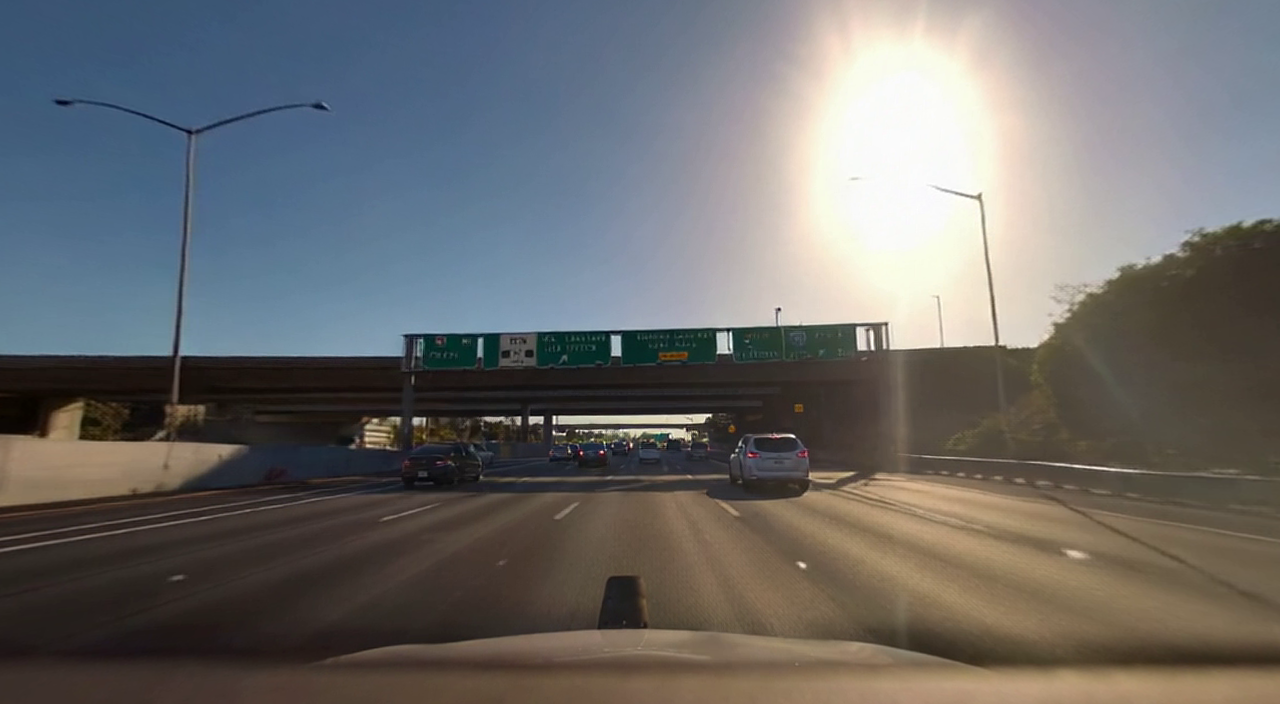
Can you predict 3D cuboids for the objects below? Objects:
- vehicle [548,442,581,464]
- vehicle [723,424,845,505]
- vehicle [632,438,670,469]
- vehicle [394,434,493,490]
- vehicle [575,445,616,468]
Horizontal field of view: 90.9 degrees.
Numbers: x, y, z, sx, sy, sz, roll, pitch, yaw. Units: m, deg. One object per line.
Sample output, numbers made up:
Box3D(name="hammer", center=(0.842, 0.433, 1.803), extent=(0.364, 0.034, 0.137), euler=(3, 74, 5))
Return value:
Box3D(name="vehicle", center=(-5.853, 7.905, 49.385), extent=(1.992, 1.604, 3.966), euler=(0, -8, 1))
Box3D(name="vehicle", center=(3.574, 2.894, 16.684), extent=(2.083, 1.823, 4.627), euler=(0, -8, -1))
Box3D(name="vehicle", center=(0.668, 6.048, 37.759), extent=(2.133, 1.739, 3.925), euler=(0, -8, 2))
Box3D(name="vehicle", center=(-6.463, 3.634, 21.240), extent=(1.946, 1.688, 4.019), euler=(0, -8, 1))
Box3D(name="vehicle", center=(-2.767, 6.701, 40.585), extent=(2.205, 1.406, 4.286), euler=(0, -8, 2))
